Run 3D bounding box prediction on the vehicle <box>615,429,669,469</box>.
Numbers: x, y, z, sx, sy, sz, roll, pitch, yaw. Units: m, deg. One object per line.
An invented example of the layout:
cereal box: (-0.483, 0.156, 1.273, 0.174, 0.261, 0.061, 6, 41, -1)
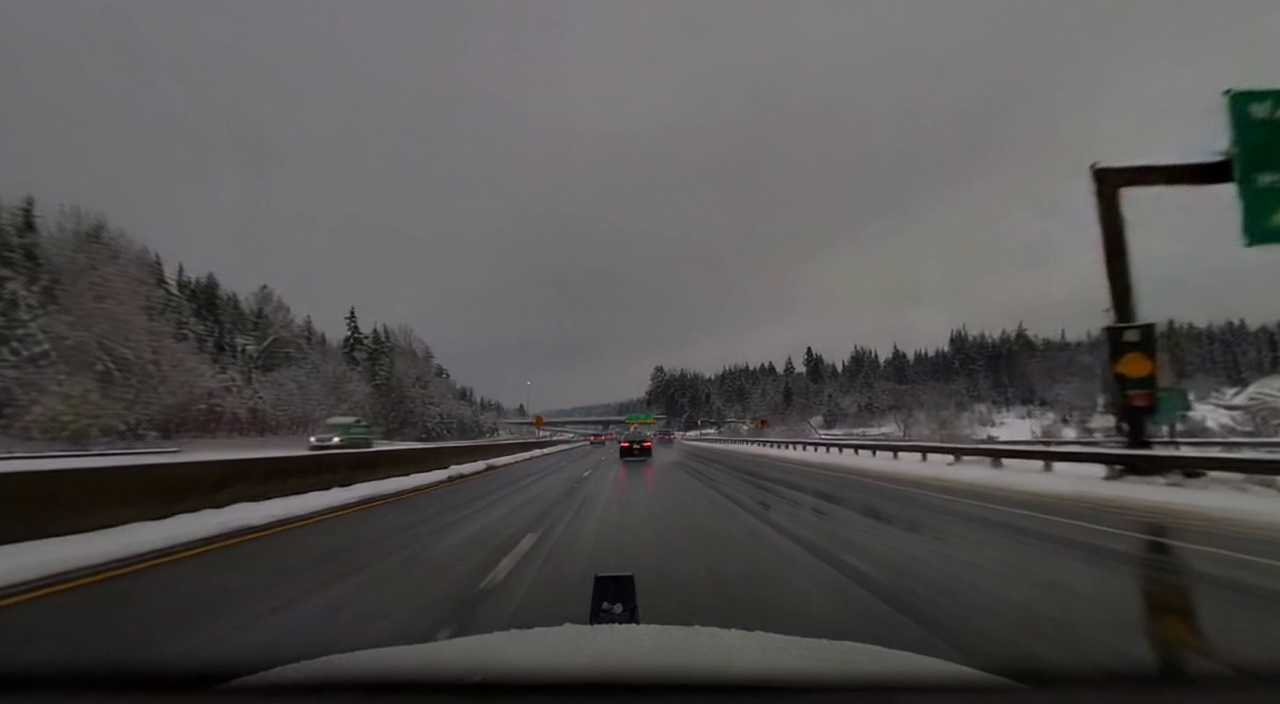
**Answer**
vehicle: (0.030, 4.037, 26.356, 2.086, 1.554, 3.875, 0, -8, -2)
